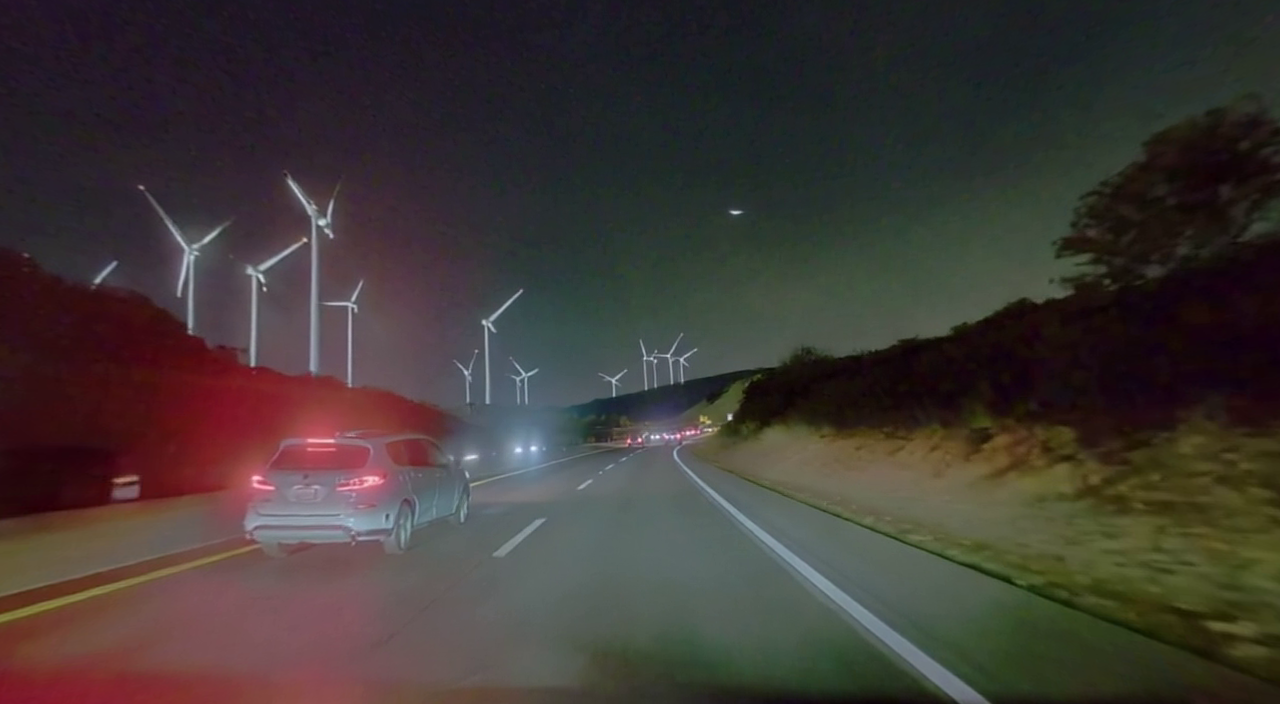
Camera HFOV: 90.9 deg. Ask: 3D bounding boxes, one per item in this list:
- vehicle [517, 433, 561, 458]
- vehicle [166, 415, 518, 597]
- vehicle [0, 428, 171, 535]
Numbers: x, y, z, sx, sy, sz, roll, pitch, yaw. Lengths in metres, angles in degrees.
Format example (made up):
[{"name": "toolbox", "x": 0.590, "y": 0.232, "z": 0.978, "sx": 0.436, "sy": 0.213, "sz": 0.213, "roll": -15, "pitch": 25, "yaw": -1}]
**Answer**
[{"name": "vehicle", "x": -6.162, "y": 5.776, "z": 38.955, "sx": 1.898, "sy": 1.456, "sz": 4.378, "roll": 0, "pitch": -8, "yaw": 2}, {"name": "vehicle", "x": -2.818, "y": 1.534, "z": 7.302, "sx": 1.918, "sy": 1.443, "sz": 4.422, "roll": 0, "pitch": -8, "yaw": 0}, {"name": "vehicle", "x": -10.006, "y": 1.970, "z": 9.981, "sx": 2.046, "sy": 1.485, "sz": 3.990, "roll": 0, "pitch": -8, "yaw": 0}]
